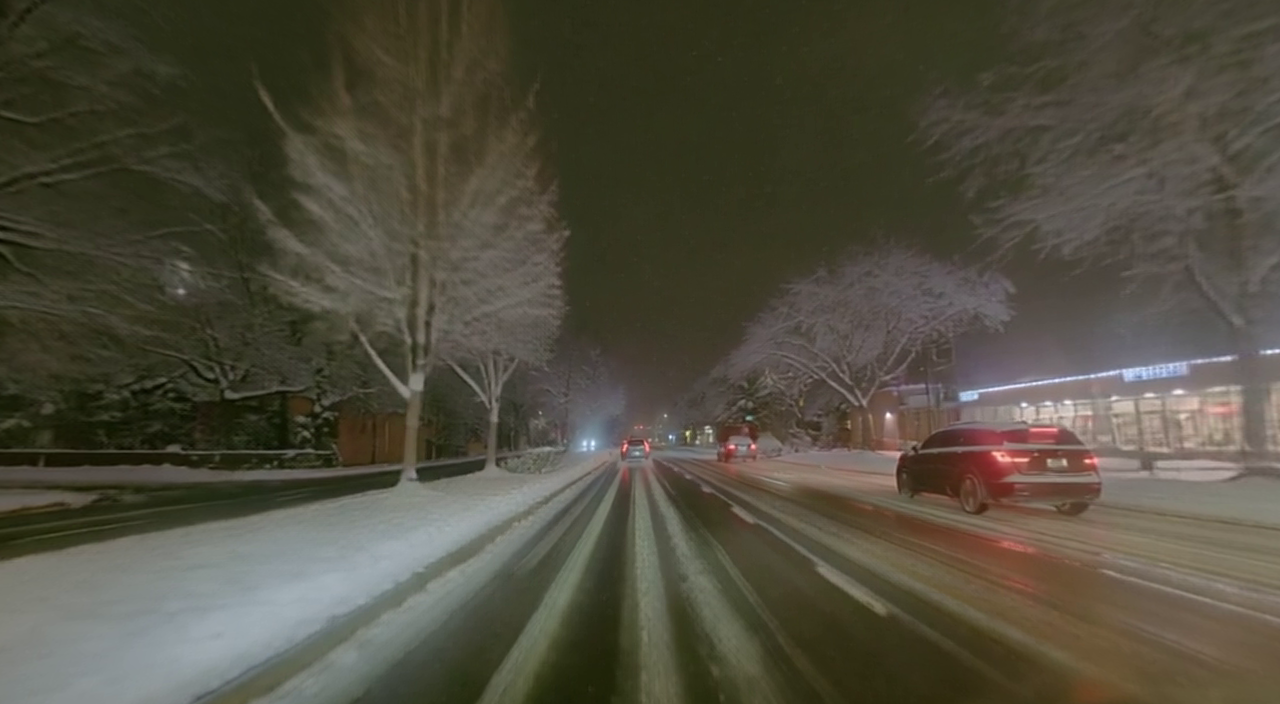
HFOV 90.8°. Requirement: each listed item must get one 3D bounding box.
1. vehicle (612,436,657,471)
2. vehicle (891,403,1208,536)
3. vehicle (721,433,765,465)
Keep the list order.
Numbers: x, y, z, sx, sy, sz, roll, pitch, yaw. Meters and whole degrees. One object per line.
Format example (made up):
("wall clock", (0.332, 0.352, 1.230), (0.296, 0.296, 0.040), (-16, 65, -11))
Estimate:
("vehicle", (-0.265, 4.864, 30.546), (2.037, 1.568, 3.693), (0, -8, 0))
("vehicle", (7.107, 2.120, 12.101), (2.240, 1.923, 5.678), (0, -8, 0))
("vehicle", (6.388, 6.051, 39.531), (1.955, 1.845, 4.538), (0, -8, 0))
